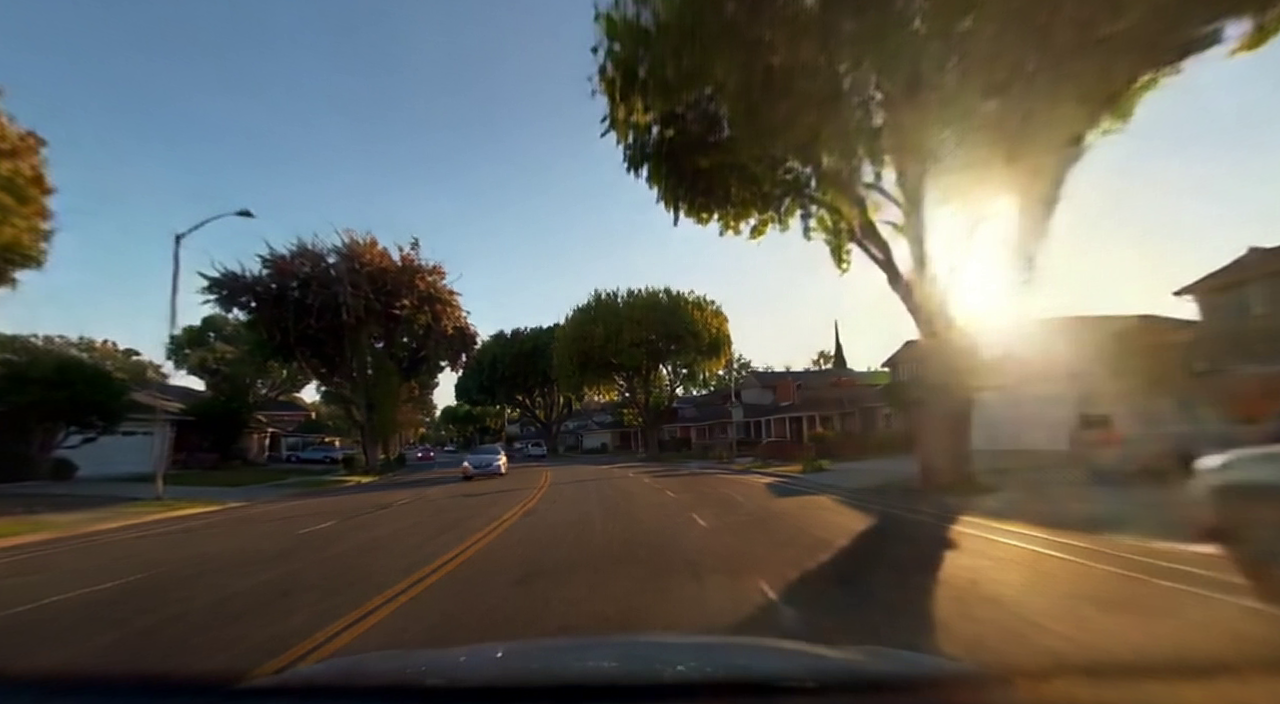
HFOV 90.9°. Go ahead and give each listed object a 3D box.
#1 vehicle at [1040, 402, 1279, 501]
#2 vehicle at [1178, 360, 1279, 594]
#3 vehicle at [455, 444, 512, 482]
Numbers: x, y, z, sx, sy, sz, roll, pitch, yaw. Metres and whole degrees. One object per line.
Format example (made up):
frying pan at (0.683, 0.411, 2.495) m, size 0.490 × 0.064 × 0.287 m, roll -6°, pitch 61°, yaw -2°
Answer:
vehicle at (11.609, 2.129, 13.681) m, size 5.189 × 1.825 × 2.149 m, roll 3°, pitch -9°, yaw -21°
vehicle at (6.570, 0.738, 3.155) m, size 2.348 × 1.986 × 6.289 m, roll 0°, pitch -8°, yaw 2°
vehicle at (-6.686, 4.736, 27.348) m, size 2.043 × 1.470 × 4.338 m, roll 1°, pitch -8°, yaw -10°
